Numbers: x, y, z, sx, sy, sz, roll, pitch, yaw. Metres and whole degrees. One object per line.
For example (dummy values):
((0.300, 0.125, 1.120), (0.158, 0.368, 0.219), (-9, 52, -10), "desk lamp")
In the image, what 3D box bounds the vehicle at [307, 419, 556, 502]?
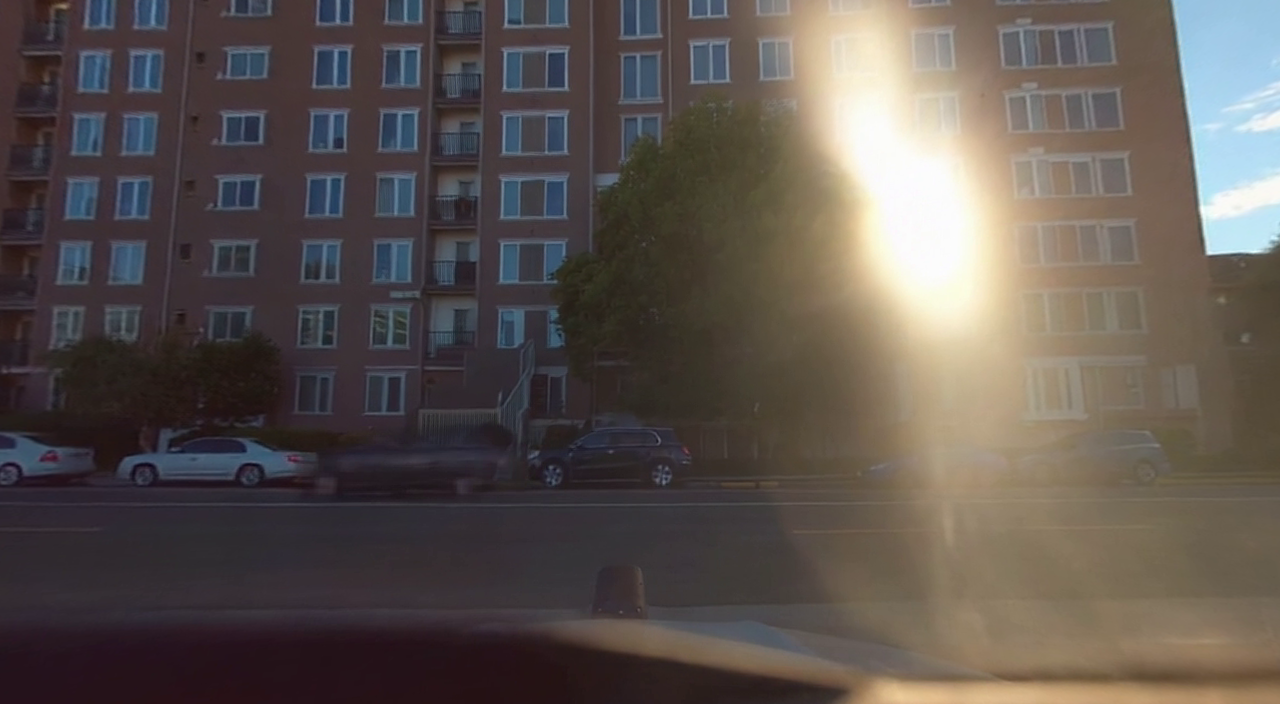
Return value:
((-4.010, 2.173, 12.848), (4.396, 1.501, 1.955), (0, -9, -4), "vehicle")

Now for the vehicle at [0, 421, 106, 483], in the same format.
((-18.236, 2.812, 17.786), (4.426, 1.641, 1.889), (1, -9, -7), "vehicle")

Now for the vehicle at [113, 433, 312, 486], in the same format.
((-12.179, 3.077, 18.258), (4.336, 1.438, 1.776), (1, -8, -5), "vehicle")

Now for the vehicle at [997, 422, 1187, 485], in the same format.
((14.239, 3.188, 20.093), (4.544, 1.780, 1.966), (0, -7, -3), "vehicle")

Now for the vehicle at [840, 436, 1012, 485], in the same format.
((8.712, 3.297, 19.460), (4.521, 1.411, 1.726), (1, -7, -5), "vehicle")

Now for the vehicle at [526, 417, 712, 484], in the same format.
((-0.680, 2.977, 19.035), (5.299, 1.860, 2.098), (1, -10, -7), "vehicle")
